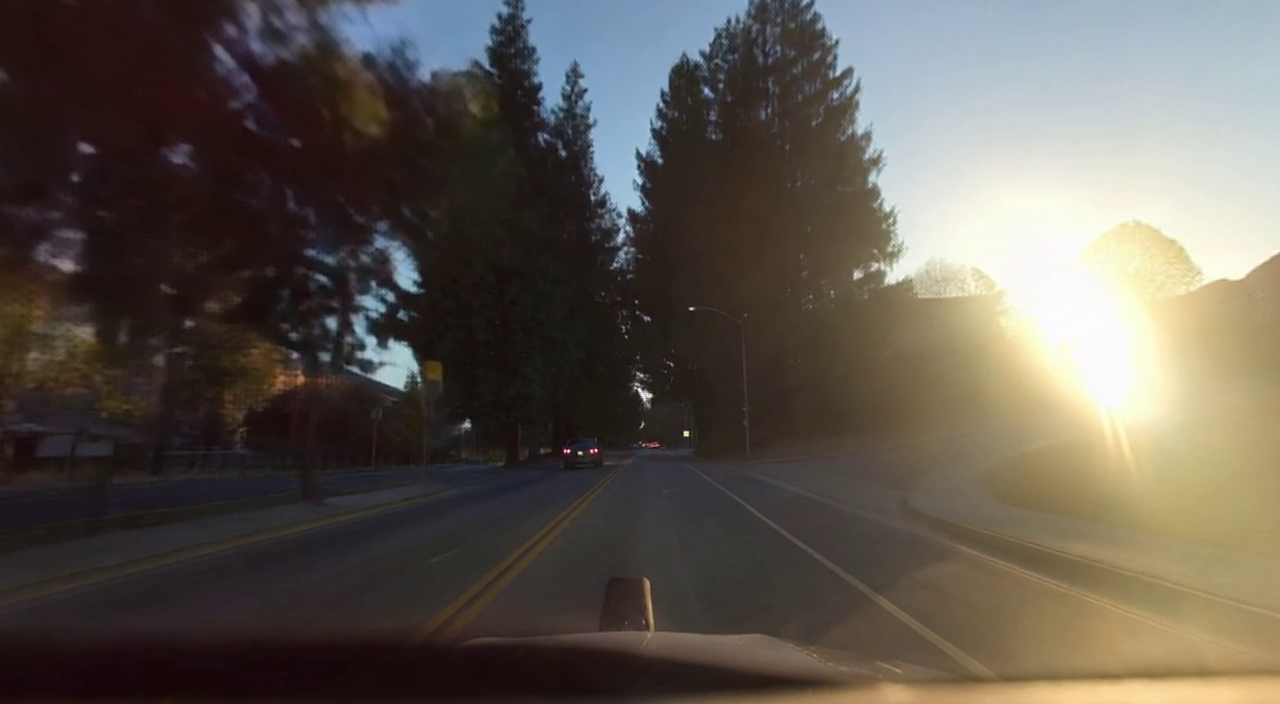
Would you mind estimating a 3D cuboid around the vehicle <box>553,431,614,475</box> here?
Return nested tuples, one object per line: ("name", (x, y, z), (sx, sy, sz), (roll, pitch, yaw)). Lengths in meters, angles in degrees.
("vehicle", (-2.275, 4.229, 26.604), (2.016, 1.694, 4.335), (0, -8, 2))
